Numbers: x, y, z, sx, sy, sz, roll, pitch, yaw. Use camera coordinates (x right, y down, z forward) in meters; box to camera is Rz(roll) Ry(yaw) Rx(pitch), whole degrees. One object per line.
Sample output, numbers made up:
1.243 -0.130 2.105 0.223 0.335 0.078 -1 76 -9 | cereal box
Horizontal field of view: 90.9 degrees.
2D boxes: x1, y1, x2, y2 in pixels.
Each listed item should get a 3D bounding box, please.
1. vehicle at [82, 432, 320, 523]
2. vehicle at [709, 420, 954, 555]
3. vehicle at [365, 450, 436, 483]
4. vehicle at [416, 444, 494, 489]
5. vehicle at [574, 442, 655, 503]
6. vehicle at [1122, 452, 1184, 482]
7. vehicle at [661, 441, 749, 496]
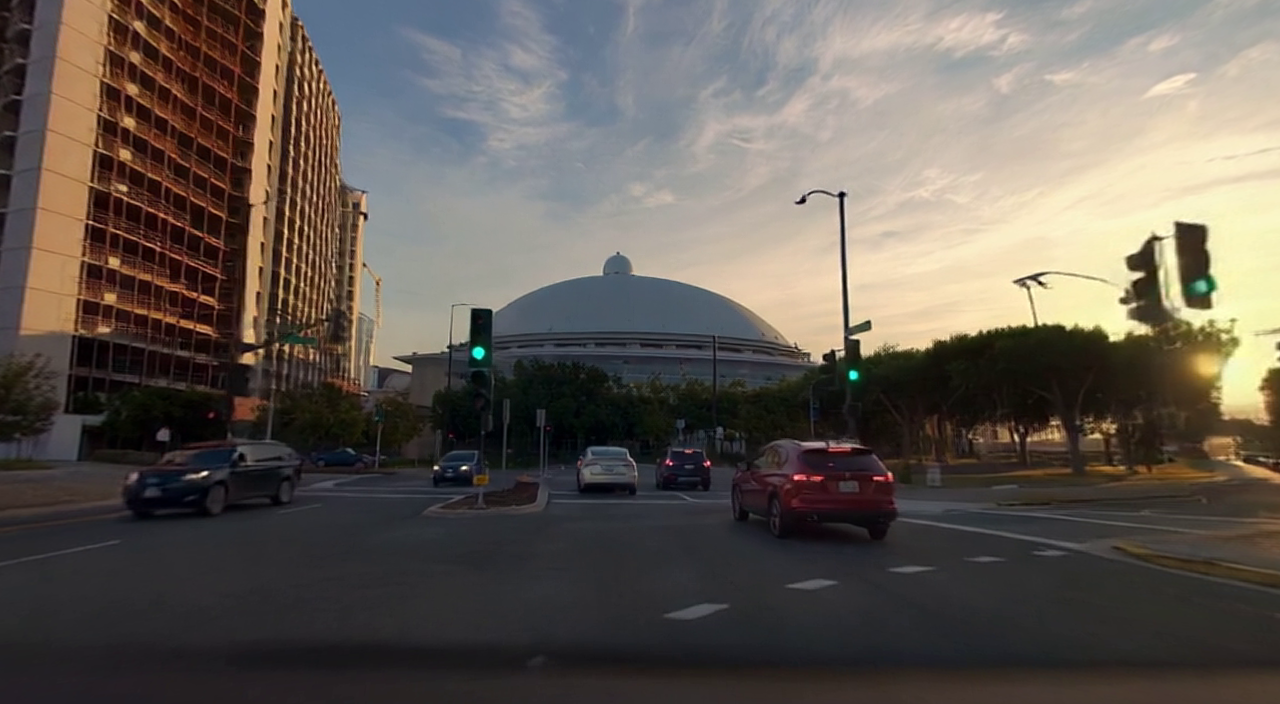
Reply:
-9.562 2.762 14.390 2.303 1.692 4.571 0 -9 -4 | vehicle
2.863 2.197 10.968 2.320 1.772 4.872 1 -9 -6 | vehicle
-11.456 5.486 30.522 2.013 1.466 4.430 1 -9 -5 | vehicle
-7.373 4.603 25.567 2.092 1.629 4.133 0 -9 -3 | vehicle
-0.895 3.587 19.135 2.132 1.632 3.889 1 -9 -7 | vehicle
32.355 7.238 39.928 2.094 1.750 5.139 -5 -10 29 | vehicle
2.154 4.051 22.302 2.103 1.710 4.396 1 -9 -7 | vehicle
